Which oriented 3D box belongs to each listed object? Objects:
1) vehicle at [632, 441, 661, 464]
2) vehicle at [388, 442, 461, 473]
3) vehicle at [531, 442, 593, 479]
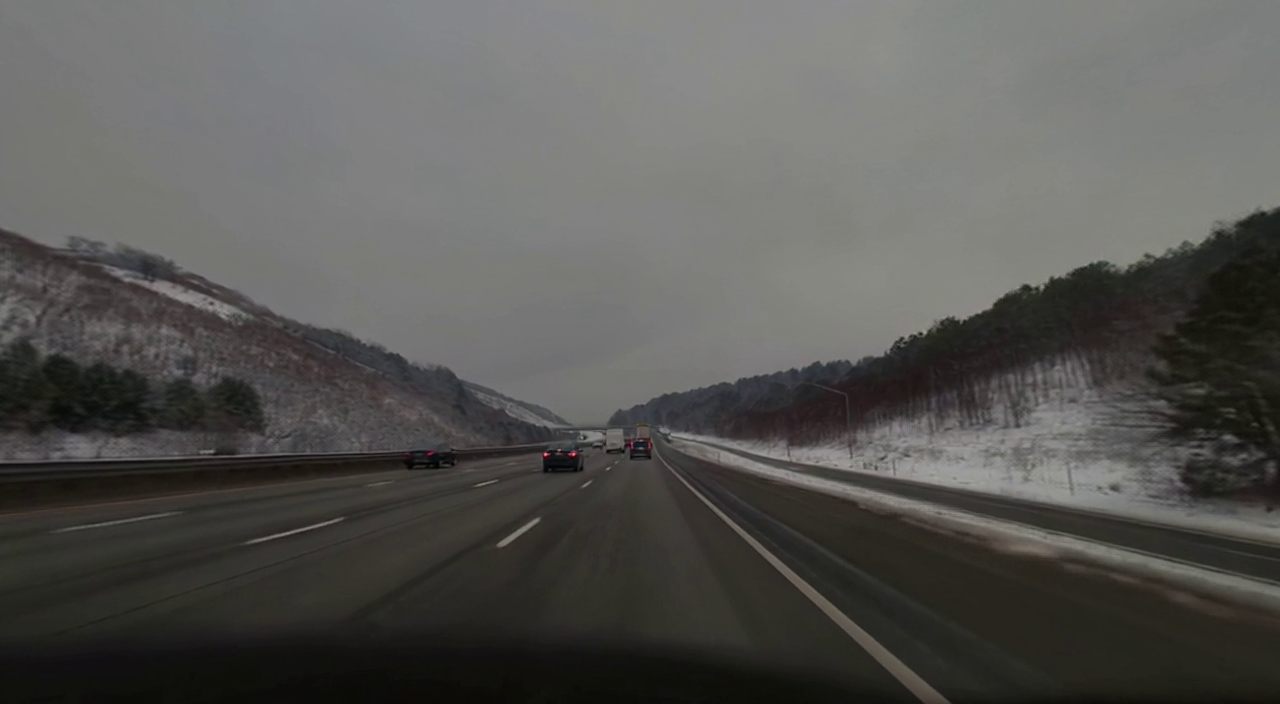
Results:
[{"bbox_3d":[0.503,7.725,48.726,2.138,1.674,4.044,0,-8,1],"label":"vehicle"},{"bbox_3d":[-10.907,5.361,32.349,1.945,1.466,4.947,0,-8,1],"label":"vehicle"},{"bbox_3d":[-3.370,4.797,28.263,2.080,1.505,4.649,-1,-8,1],"label":"vehicle"}]
